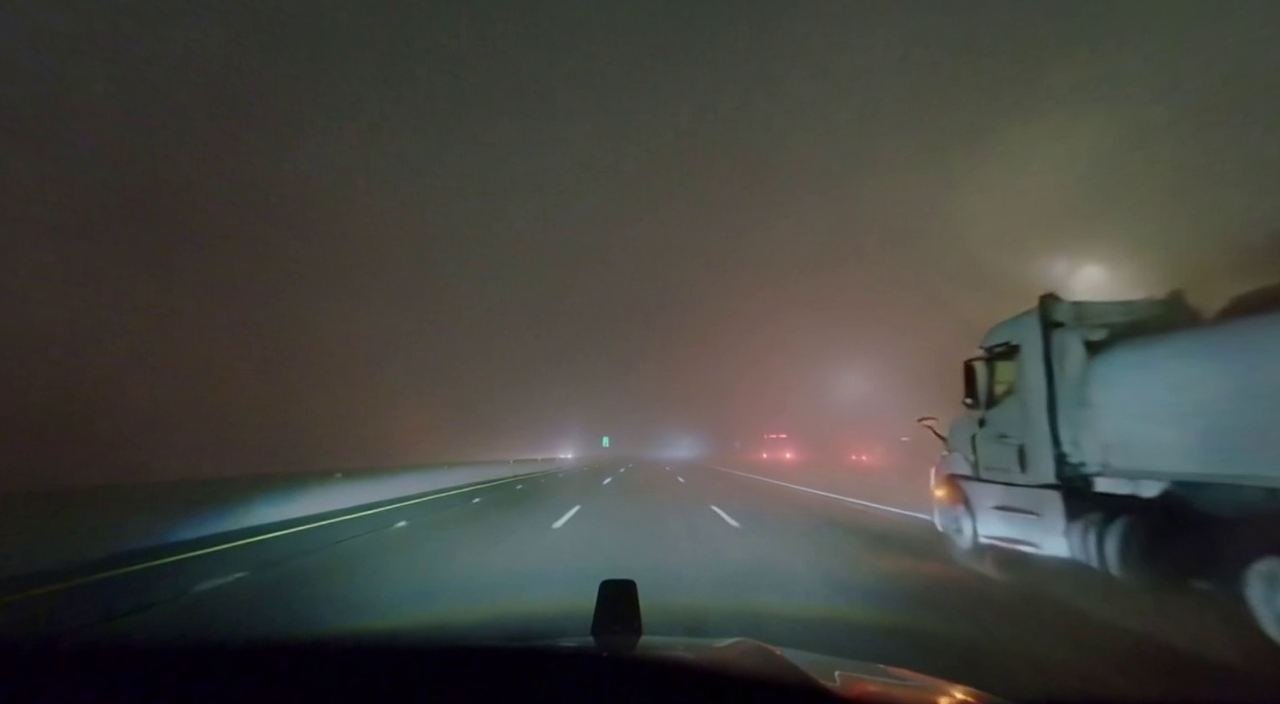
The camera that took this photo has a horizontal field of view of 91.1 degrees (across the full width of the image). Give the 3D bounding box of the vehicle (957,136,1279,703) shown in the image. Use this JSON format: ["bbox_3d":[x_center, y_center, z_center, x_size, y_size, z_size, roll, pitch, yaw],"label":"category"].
[{"bbox_3d":[4.152,0.205,1.717,2.436,2.701,7.451,0,-9,-2],"label":"vehicle"}]
